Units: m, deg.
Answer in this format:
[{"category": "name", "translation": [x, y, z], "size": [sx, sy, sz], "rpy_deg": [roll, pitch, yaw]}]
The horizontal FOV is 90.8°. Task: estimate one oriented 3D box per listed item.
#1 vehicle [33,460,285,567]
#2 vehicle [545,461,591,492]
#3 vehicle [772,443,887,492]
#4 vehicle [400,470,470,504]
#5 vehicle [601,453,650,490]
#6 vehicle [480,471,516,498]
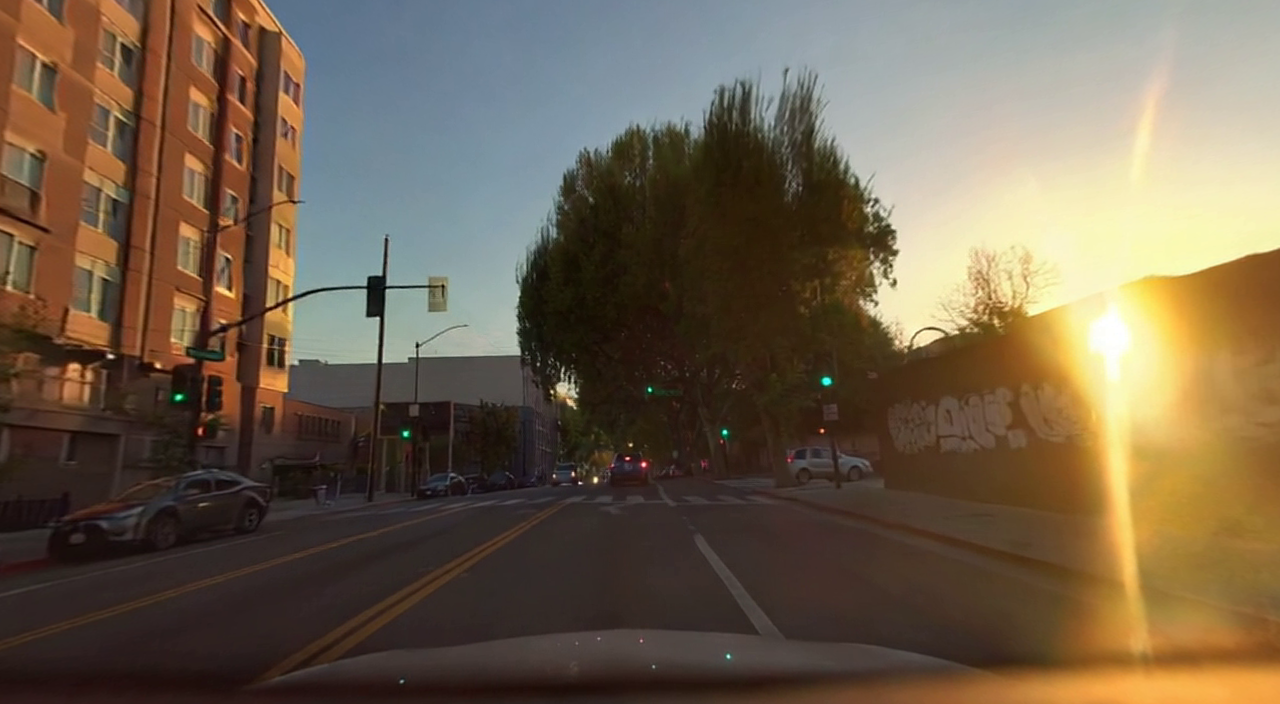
[{"category": "vehicle", "translation": [-10.812, 3.575, 14.845], "size": [2.199, 1.717, 4.888], "rpy_deg": [-6, -8, -1]}, {"category": "vehicle", "translation": [-4.041, 7.049, 35.970], "size": [2.095, 1.447, 4.202], "rpy_deg": [-2, -8, 0]}, {"category": "vehicle", "translation": [7.726, 4.622, 25.693], "size": [4.292, 1.761, 2.207], "rpy_deg": [5, -10, -34]}, {"category": "vehicle", "translation": [-10.547, 6.964, 32.869], "size": [2.070, 1.476, 4.508], "rpy_deg": [0, -8, 1]}, {"category": "vehicle", "translation": [-0.649, 5.671, 30.269], "size": [2.166, 1.579, 4.300], "rpy_deg": [0, -8, 0]}, {"category": "vehicle", "translation": [-11.132, 10.397, 49.731], "size": [1.859, 1.780, 3.947], "rpy_deg": [0, -8, 1]}]
